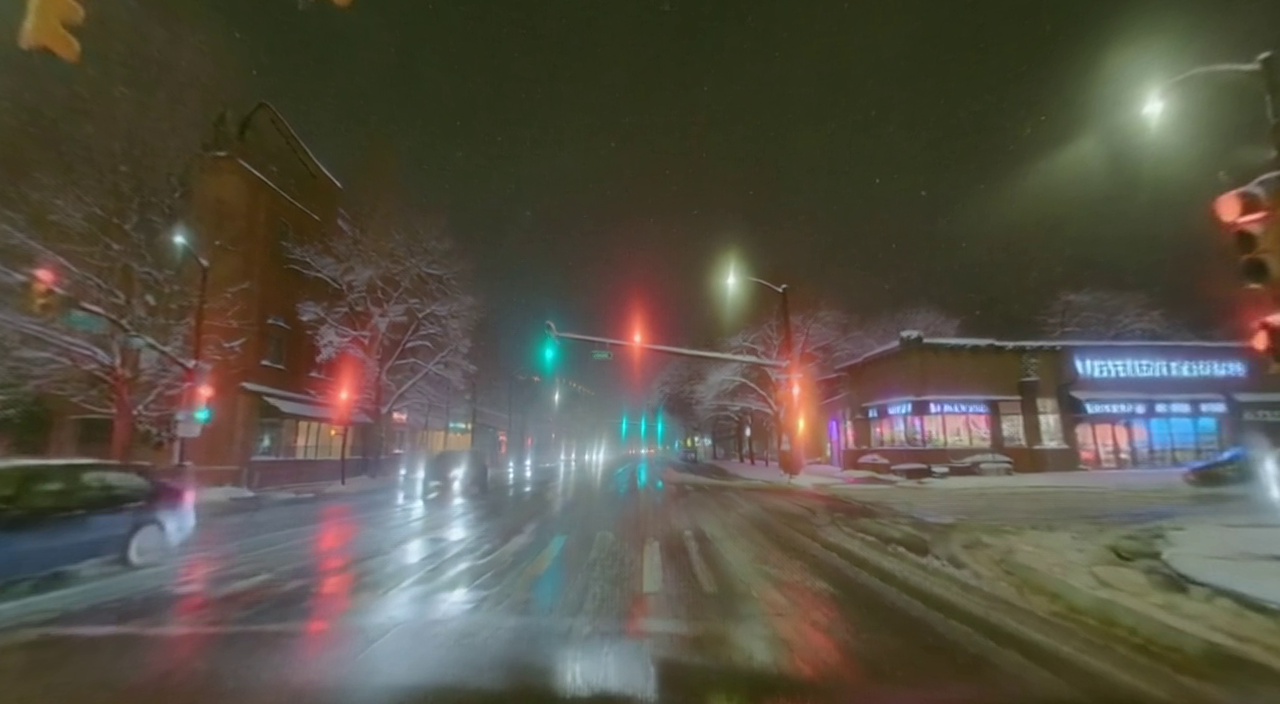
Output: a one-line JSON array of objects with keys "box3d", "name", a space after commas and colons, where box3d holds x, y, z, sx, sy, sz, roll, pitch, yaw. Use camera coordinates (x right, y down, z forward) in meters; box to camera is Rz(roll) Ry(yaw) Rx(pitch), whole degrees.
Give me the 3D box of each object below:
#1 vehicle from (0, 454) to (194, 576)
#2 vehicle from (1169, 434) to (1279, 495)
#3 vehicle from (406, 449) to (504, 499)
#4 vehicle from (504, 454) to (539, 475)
[{"box3d": [-9.378, 2.370, 9.685, 2.071, 1.534, 4.025, 0, -8, 0], "name": "vehicle"}, {"box3d": [16.933, 2.903, 16.446, 4.525, 1.471, 1.889, 0, -9, 0], "name": "vehicle"}, {"box3d": [-6.154, 4.090, 21.542, 2.007, 1.478, 4.328, 0, -8, 1], "name": "vehicle"}, {"box3d": [-9.190, 8.708, 49.033, 1.913, 1.457, 4.048, 0, -8, 1], "name": "vehicle"}]
